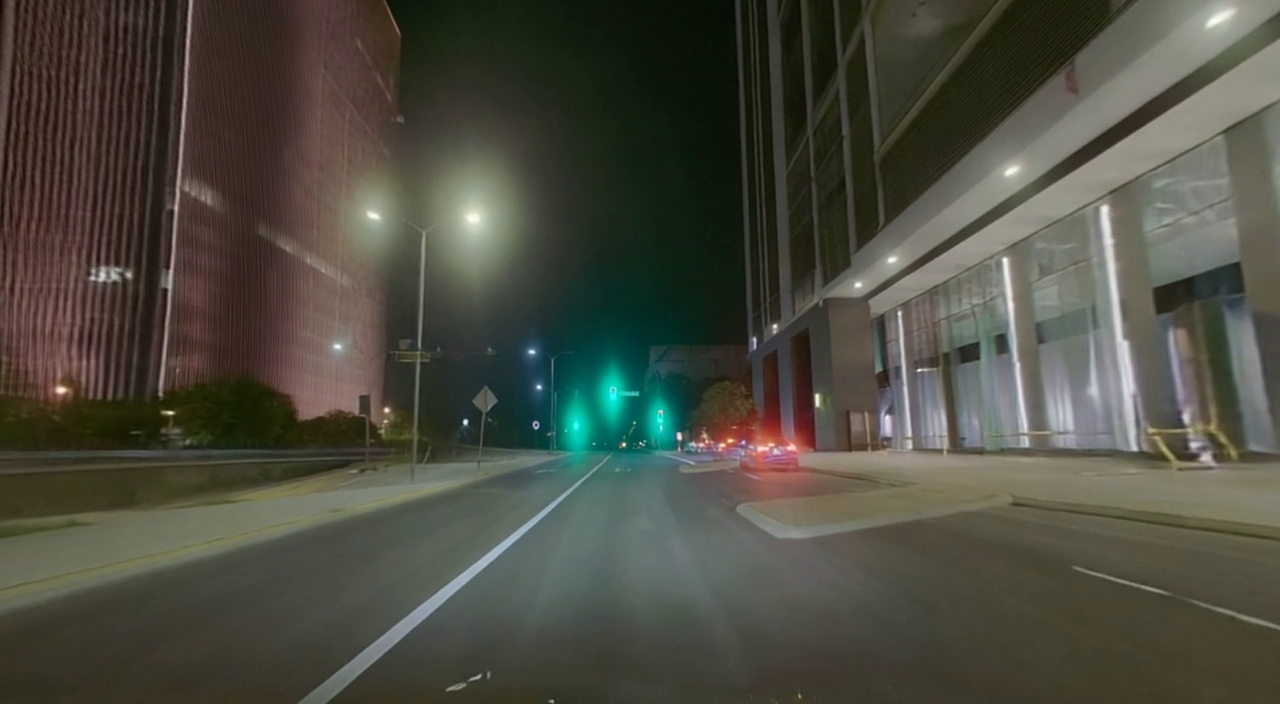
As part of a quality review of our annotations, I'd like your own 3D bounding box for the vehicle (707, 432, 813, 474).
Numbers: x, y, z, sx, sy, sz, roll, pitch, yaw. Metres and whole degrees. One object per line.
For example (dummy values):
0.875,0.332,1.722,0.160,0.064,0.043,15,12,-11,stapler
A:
4.758,3.936,24.882,3.844,1.524,1.847,4,-9,-32,vehicle
